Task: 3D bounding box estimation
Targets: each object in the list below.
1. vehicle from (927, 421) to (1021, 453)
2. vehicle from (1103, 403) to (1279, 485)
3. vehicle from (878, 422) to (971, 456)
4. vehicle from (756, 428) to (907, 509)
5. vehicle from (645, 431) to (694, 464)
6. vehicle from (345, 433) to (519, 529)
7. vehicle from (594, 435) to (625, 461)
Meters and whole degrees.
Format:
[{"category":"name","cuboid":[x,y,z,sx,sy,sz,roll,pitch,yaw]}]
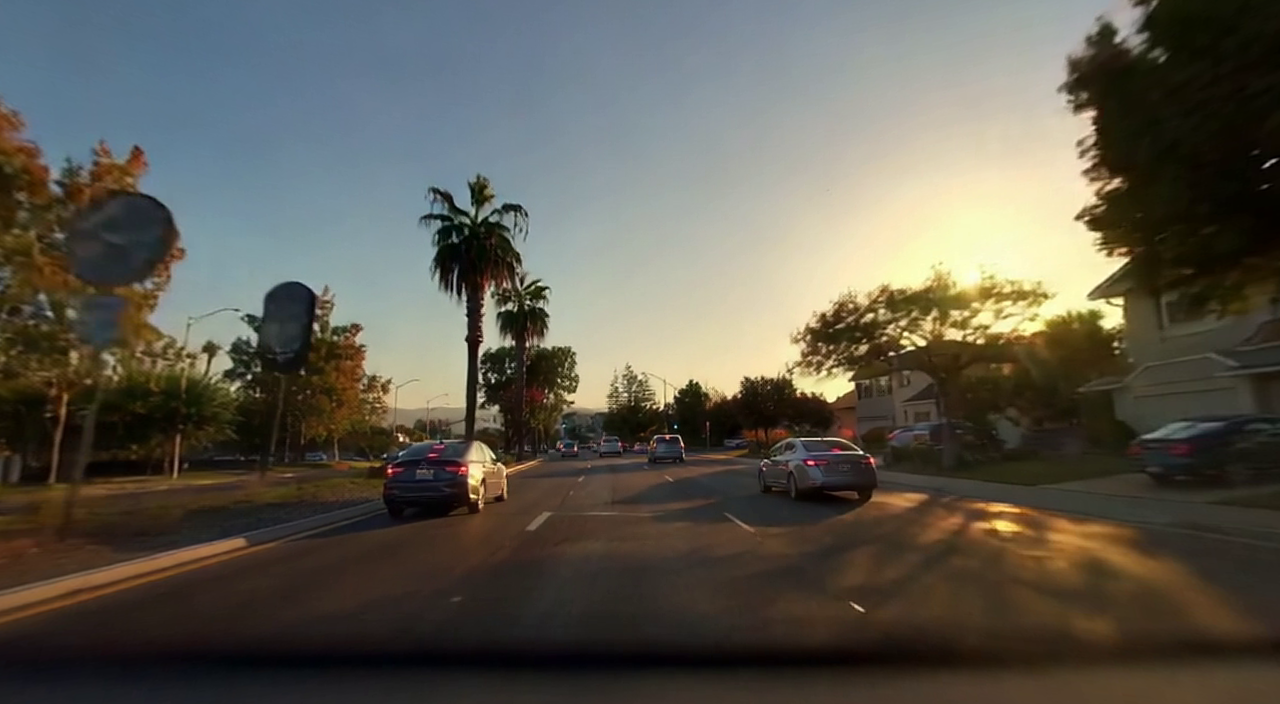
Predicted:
[{"category":"vehicle","cuboid":[18.580,4.784,35.354,1.983,1.676,4.326,3,-9,-19]},{"category":"vehicle","cuboid":[13.410,2.060,14.236,4.408,1.673,1.969,0,-9,-3]},{"category":"vehicle","cuboid":[15.183,4.719,33.979,1.978,1.669,4.515,2,-9,-17]},{"category":"vehicle","cuboid":[3.968,2.487,13.903,1.870,1.491,4.009,0,-9,-3]},{"category":"vehicle","cuboid":[1.781,6.067,40.246,2.391,1.960,5.600,0,-9,-5]},{"category":"vehicle","cuboid":[-3.664,2.335,12.037,1.924,1.473,4.200,0,-8,-1]},{"category":"vehicle","cuboid":[-2.390,7.384,48.425,2.164,1.867,4.254,0,-9,-5]}]
